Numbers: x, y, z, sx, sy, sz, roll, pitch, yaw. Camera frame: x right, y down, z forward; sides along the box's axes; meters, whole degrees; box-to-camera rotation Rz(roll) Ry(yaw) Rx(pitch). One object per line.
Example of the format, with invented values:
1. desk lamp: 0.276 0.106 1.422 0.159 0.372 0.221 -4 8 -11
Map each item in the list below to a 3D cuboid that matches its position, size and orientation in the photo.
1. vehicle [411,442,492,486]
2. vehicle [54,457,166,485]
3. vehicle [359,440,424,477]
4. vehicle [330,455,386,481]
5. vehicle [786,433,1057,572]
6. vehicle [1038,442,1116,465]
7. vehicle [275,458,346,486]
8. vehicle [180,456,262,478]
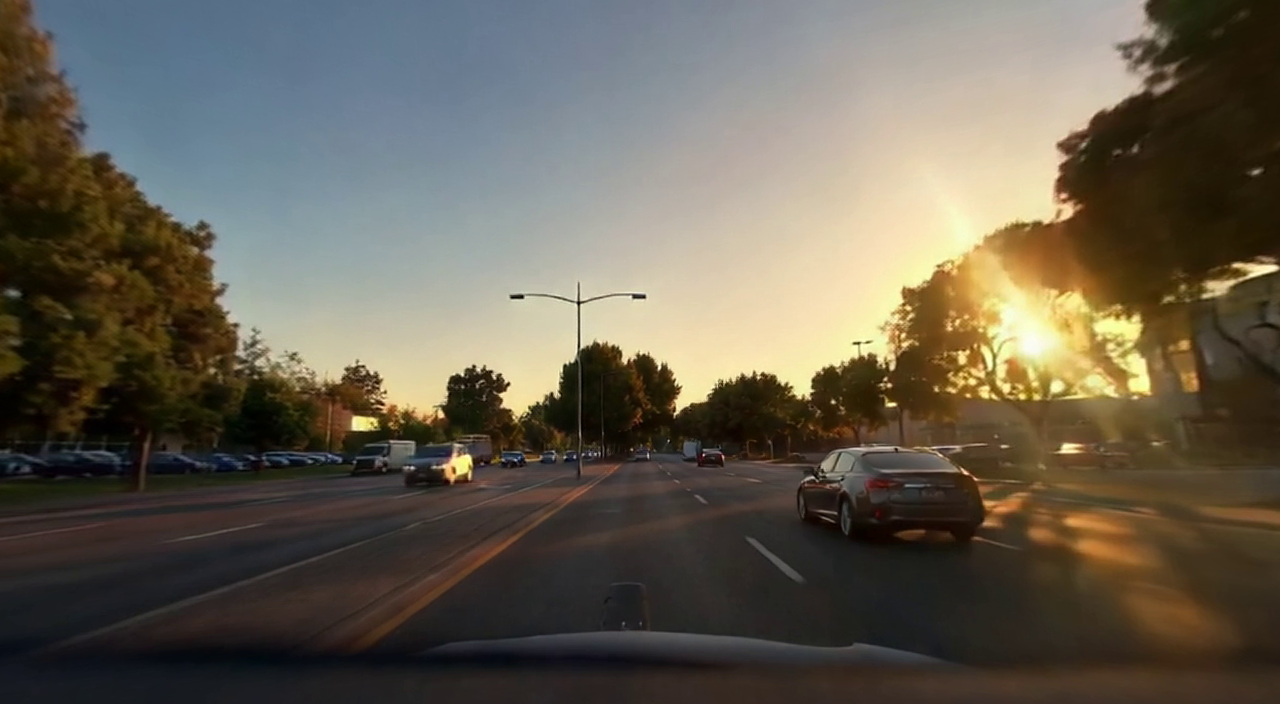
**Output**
1. vehicle: -8.523 5.089 28.890 2.156 1.838 4.945 0 -9 0
2. vehicle: -29.743 6.679 35.315 4.499 1.476 1.869 0 -9 -1
3. vehicle: -19.120 8.233 48.765 2.242 2.633 6.792 0 -9 1
4. vehicle: -19.074 7.844 42.624 1.841 1.573 4.254 0 -9 -1
5. vehicle: 3.614 1.993 9.158 1.935 1.501 4.384 0 -9 0
6. vehicle: 32.255 7.492 46.404 4.394 1.681 2.009 1 -8 -5
7. vehicle: -19.234 7.010 36.838 1.787 1.452 4.482 0 -9 -1
8. vehicle: -29.916 8.210 44.908 4.549 1.438 1.796 0 -9 -1
